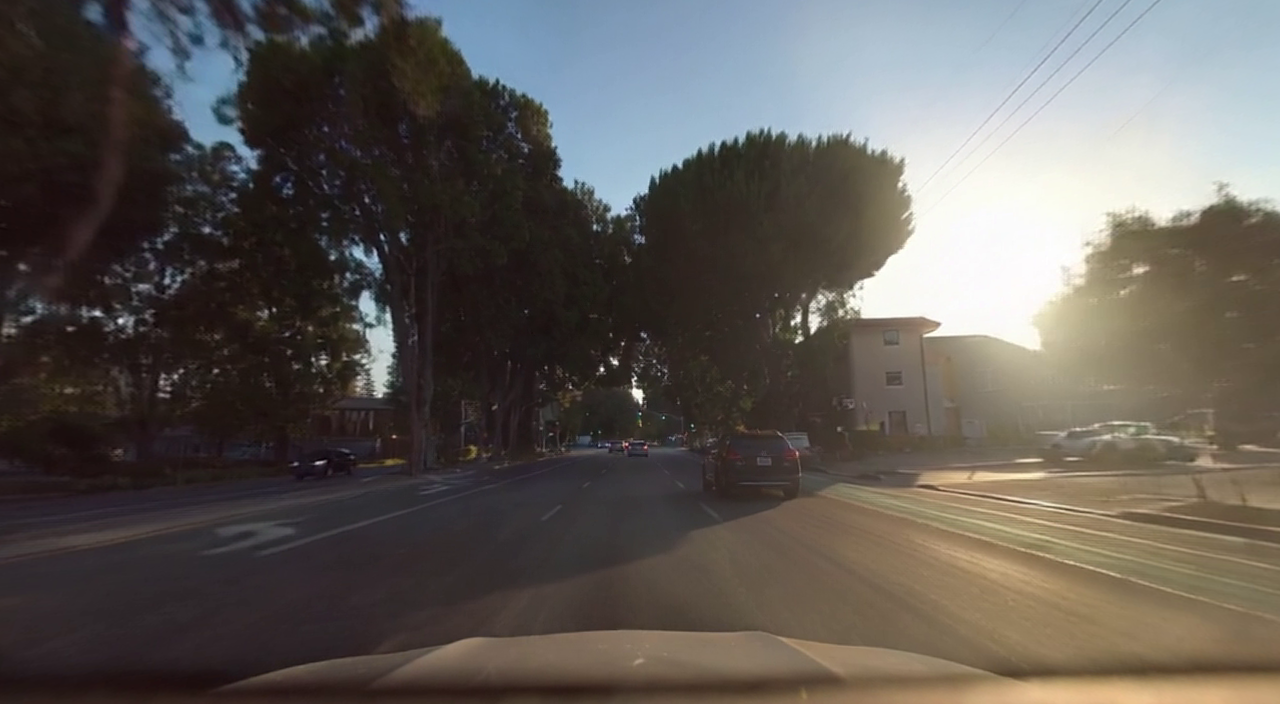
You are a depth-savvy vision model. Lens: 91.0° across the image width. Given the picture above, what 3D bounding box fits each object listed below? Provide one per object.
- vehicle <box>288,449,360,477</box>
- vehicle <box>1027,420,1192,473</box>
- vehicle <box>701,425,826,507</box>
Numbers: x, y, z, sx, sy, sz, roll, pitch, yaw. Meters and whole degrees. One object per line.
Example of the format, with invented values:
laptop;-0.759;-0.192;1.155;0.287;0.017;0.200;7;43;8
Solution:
vehicle;-17.903;6.294;35.958;1.865;1.452;4.504;0;-8;-1
vehicle;17.426;3.573;23.820;2.131;1.782;5.183;0;-8;-2
vehicle;2.724;2.627;14.904;2.022;1.656;4.025;0;-8;-2
